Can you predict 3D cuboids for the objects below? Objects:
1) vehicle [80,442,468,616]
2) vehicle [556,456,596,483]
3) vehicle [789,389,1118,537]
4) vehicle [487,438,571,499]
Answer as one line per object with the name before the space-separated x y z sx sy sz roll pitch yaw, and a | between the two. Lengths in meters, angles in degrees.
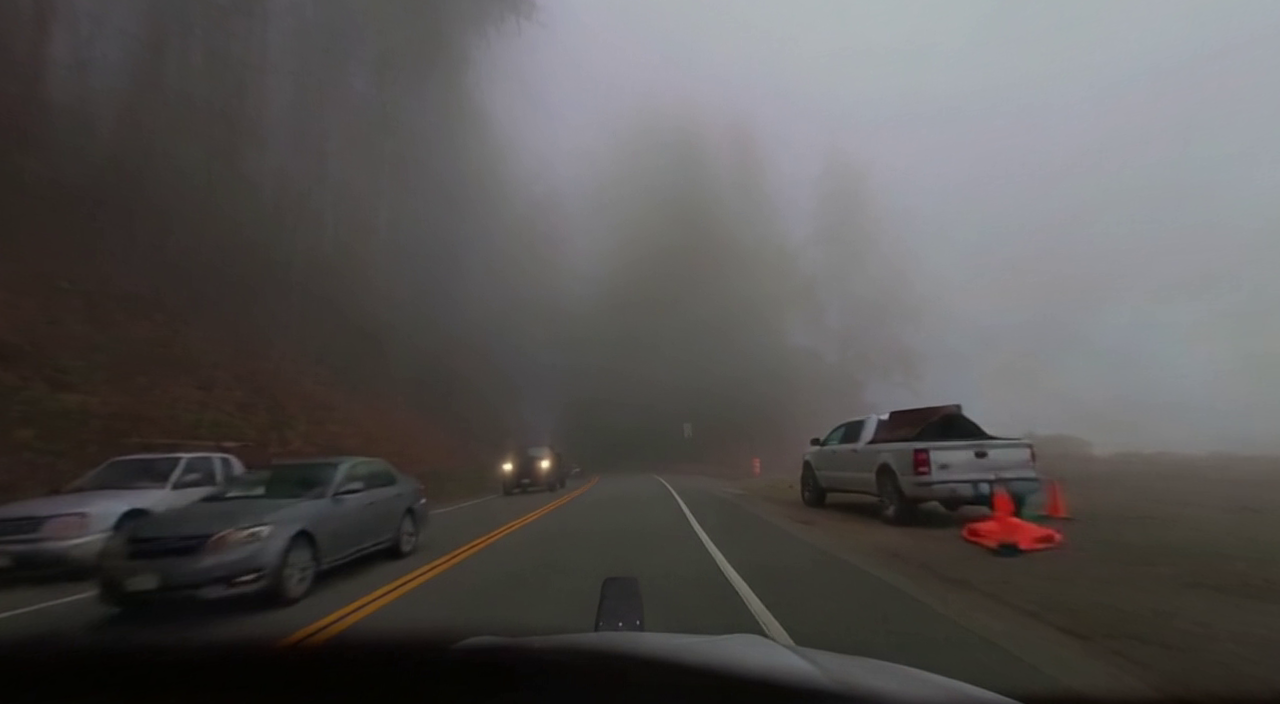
vehicle | -3.628 1.806 7.396 1.981 1.410 4.162 -1 -9 1
vehicle | -3.707 6.850 37.150 2.032 1.444 4.164 0 -9 -2
vehicle | 5.210 2.066 12.214 2.845 2.053 6.457 0 -9 -2
vehicle | -4.018 4.325 23.880 2.221 1.969 5.153 -1 -9 0
